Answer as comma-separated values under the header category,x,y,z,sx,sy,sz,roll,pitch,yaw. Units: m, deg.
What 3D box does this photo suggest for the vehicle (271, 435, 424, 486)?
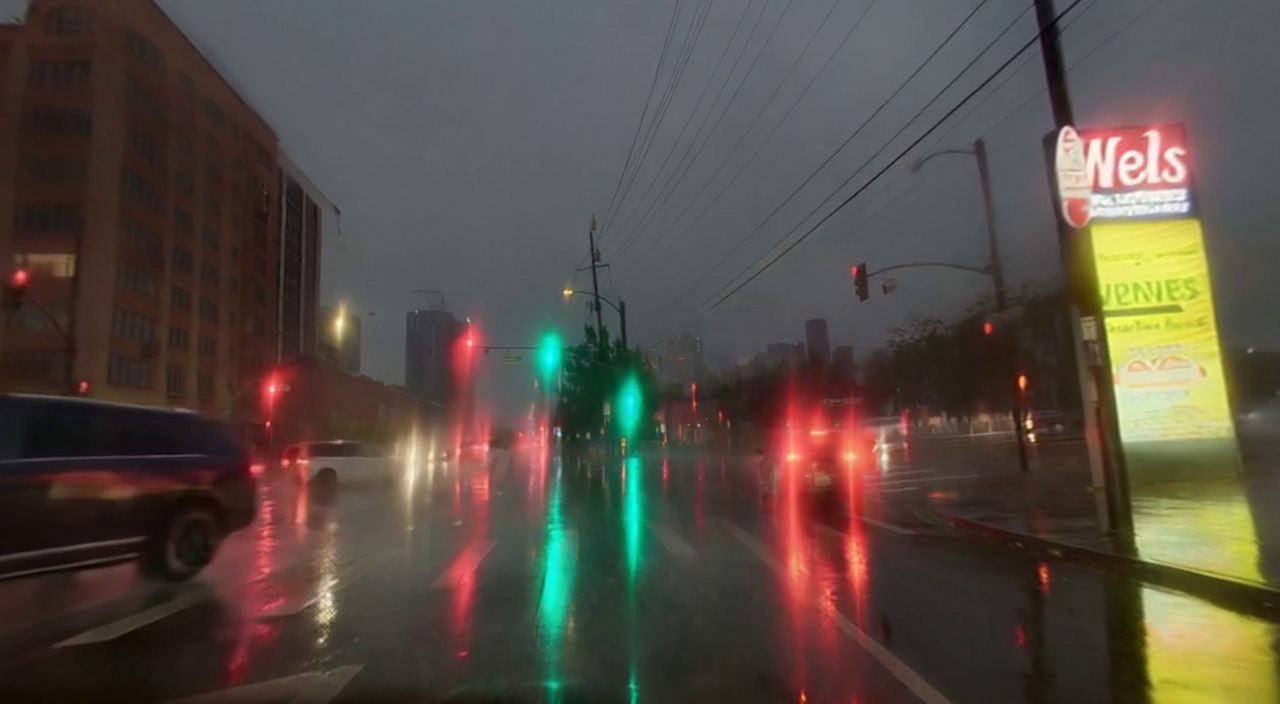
category,x,y,z,sx,sy,sz,roll,pitch,yaw
vehicle,-9.978,3.701,21.922,2.166,1.579,4.300,-5,-9,27

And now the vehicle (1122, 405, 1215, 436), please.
category,x,y,z,sx,sy,sz,roll,pitch,yaw
vehicle,27.457,3.610,32.802,4.707,1.487,1.907,4,-9,-27

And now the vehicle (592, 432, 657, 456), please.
category,x,y,z,sx,sy,sz,roll,pitch,yaw
vehicle,-1.173,6.751,46.521,4.506,1.733,1.857,2,-8,-13

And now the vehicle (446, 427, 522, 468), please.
category,x,y,z,sx,sy,sz,roll,pitch,yaw
vehicle,-7.078,4.400,29.218,2.105,1.761,4.292,-1,-8,5

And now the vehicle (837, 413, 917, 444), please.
category,x,y,z,sx,sy,sz,roll,pitch,yaw
vehicle,14.408,4.696,38.312,4.474,1.788,2.039,4,-9,-29

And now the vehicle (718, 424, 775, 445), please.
category,x,y,z,sx,sy,sz,roll,pitch,yaw
vehicle,7.569,5.943,45.141,1.866,1.430,3.901,5,-10,-31

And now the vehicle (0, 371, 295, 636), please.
category,x,y,z,sx,sy,sz,roll,pitch,yaw
vehicle,-5.972,1.247,5.462,2.374,1.985,5.588,-1,-8,6
